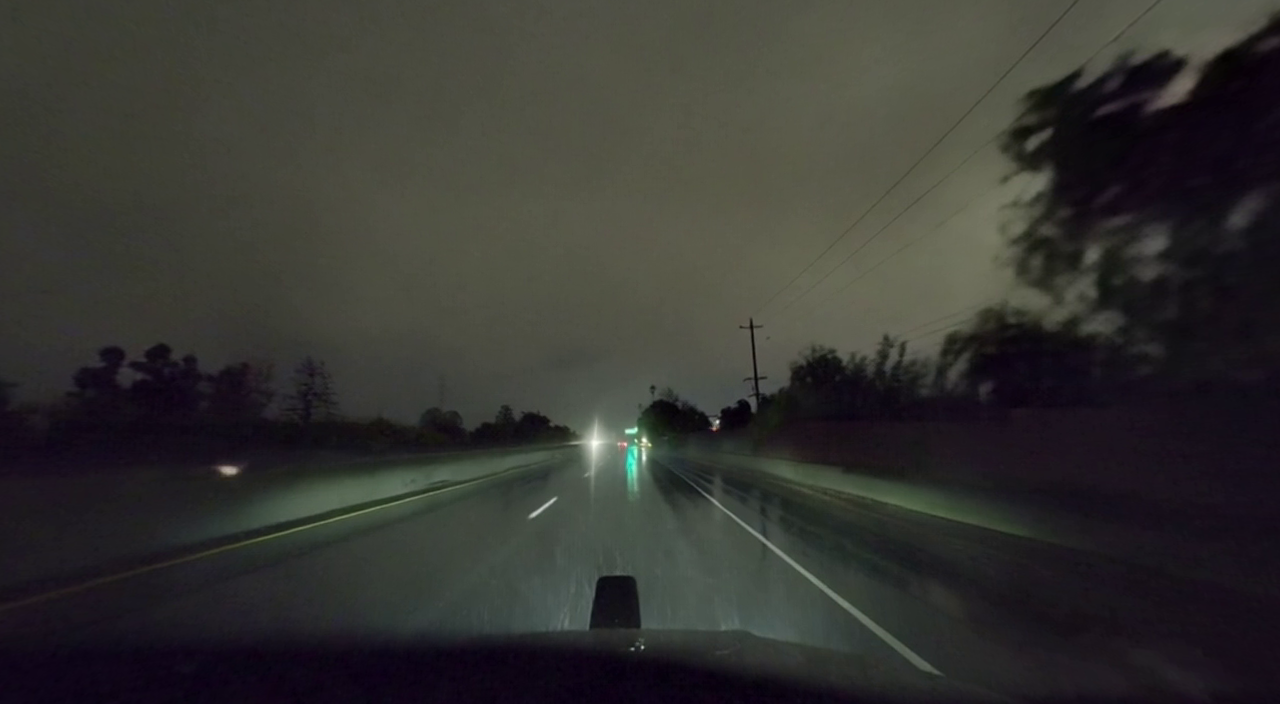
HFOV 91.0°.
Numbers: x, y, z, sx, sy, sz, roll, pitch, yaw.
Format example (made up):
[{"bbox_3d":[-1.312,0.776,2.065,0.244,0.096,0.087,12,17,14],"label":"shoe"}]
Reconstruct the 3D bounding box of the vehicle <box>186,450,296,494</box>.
[{"bbox_3d":[-15.226,4.556,24.258,1.783,1.464,3.739,0,-8,-1],"label":"vehicle"}]
